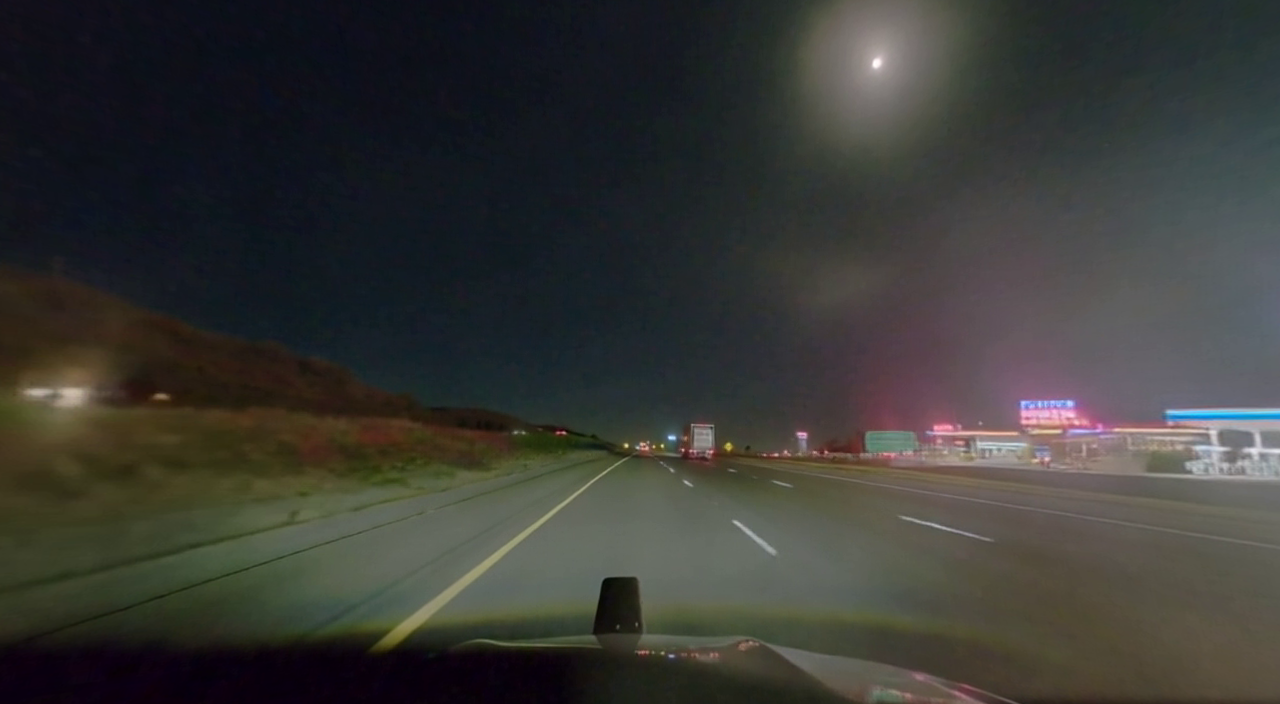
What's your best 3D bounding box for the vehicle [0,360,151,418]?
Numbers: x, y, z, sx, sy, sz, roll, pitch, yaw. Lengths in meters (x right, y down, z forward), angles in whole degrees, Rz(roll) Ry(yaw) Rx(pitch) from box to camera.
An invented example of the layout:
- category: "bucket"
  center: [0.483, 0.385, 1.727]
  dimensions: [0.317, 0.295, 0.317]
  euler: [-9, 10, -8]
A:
- category: "vehicle"
  center: [-21.404, 1.502, 23.600]
  dimensions: [1.958, 1.702, 5.234]
  euler: [0, -8, 0]
